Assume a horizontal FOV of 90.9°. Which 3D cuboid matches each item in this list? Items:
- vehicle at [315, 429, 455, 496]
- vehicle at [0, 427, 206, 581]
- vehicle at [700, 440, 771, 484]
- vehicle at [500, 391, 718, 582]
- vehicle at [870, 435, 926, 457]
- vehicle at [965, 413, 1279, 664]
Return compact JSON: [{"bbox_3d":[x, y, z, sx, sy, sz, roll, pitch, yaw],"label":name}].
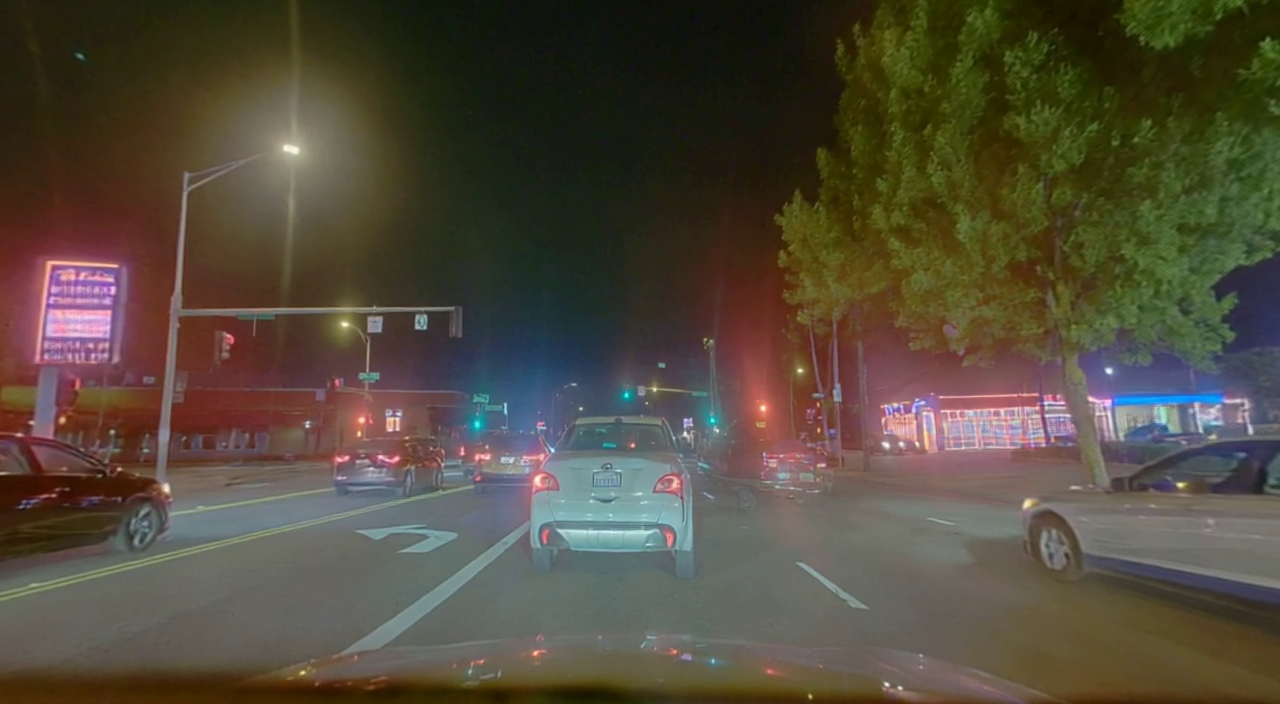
[{"bbox_3d":[-7.037,3.096,17.998,1.941,1.655,4.503,0,-8,2],"label":"vehicle"},{"bbox_3d":[-6.995,1.530,6.574,1.831,1.451,4.382,0,-8,-1],"label":"vehicle"},{"bbox_3d":[3.429,4.046,23.512,2.023,1.441,4.240,0,-8,1],"label":"vehicle"},{"bbox_3d":[-0.312,1.599,8.238,2.064,1.817,4.298,0,-8,-1],"label":"vehicle"},{"bbox_3d":[20.095,7.332,49.035,4.361,1.653,2.034,6,-11,-37],"label":"vehicle"},{"bbox_3d":[4.804,1.162,4.070,1.957,1.490,4.718,3,-9,-18],"label":"vehicle"}]
